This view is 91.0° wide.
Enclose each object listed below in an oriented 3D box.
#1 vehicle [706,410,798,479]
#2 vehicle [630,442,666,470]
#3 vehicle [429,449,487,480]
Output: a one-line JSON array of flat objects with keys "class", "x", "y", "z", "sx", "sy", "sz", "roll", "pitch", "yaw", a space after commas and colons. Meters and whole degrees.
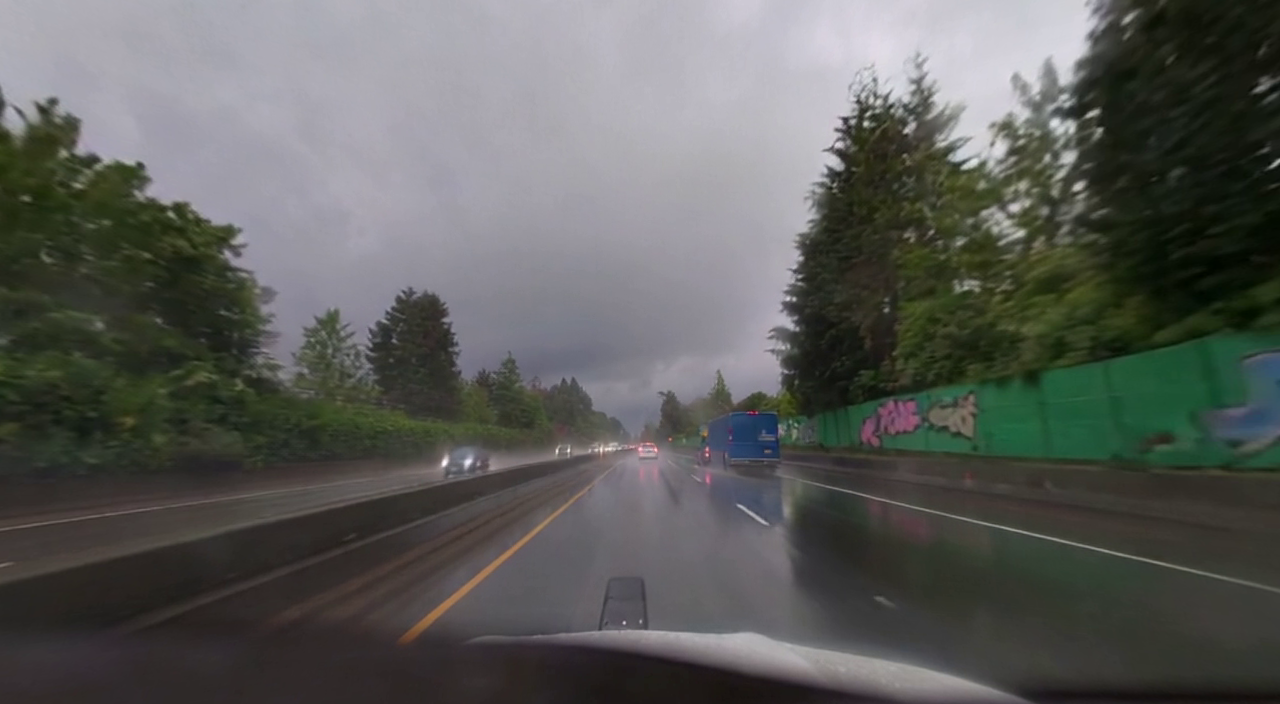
[{"class": "vehicle", "x": 4.777, "y": 4.159, "z": 28.327, "sx": 2.712, "sy": 2.659, "sz": 6.992, "roll": 0, "pitch": -8, "yaw": -1}, {"class": "vehicle", "x": 0.484, "y": 6.167, "z": 37.629, "sx": 2.030, "sy": 1.572, "sz": 4.067, "roll": 0, "pitch": -8, "yaw": 0}, {"class": "vehicle", "x": -9.598, "y": 5.966, "z": 33.546, "sx": 1.823, "sy": 1.483, "sz": 3.991, "roll": 0, "pitch": -8, "yaw": 1}]
